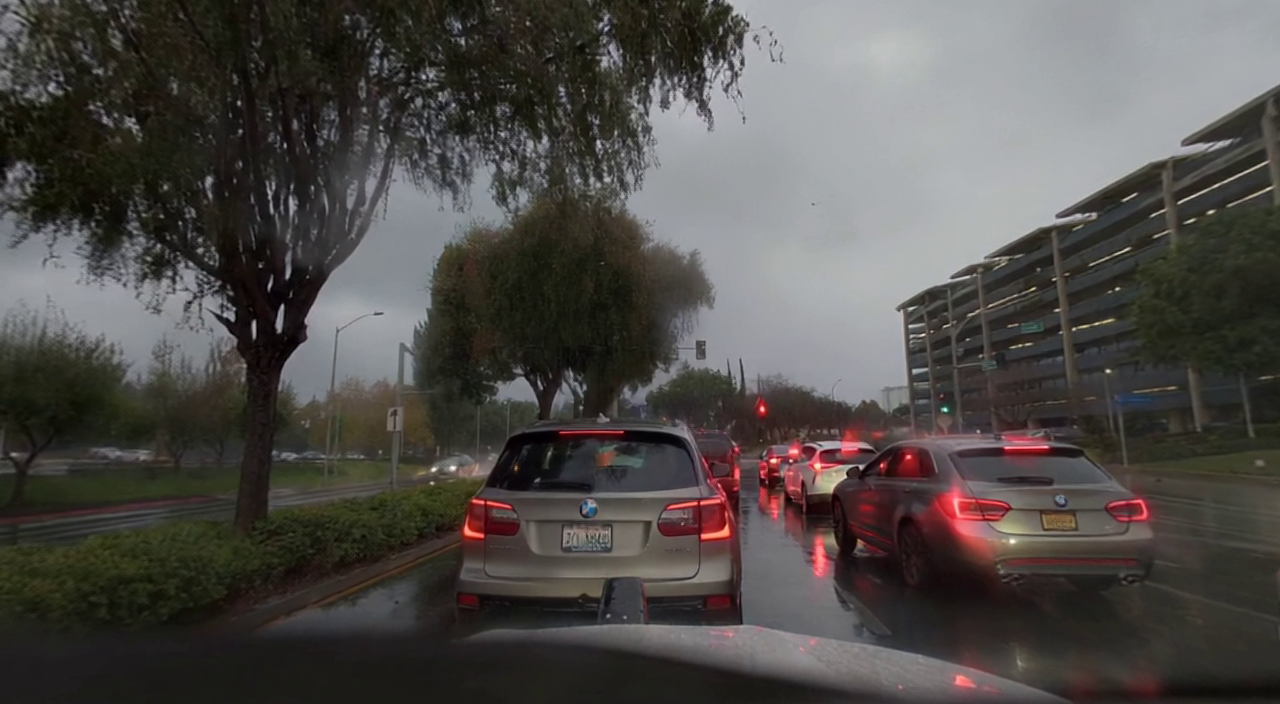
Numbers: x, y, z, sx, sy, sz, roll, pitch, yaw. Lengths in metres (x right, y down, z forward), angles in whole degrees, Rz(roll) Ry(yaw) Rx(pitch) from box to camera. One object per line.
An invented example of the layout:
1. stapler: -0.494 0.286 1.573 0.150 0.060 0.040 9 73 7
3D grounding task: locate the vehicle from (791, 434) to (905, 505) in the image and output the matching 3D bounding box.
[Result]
1. vehicle: 5.319 3.034 16.733 1.994 1.638 4.100 -1 -9 6

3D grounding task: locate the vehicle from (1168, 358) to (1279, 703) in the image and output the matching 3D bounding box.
1. vehicle: 4.057 0.609 1.115 1.993 1.719 4.953 0 -8 1

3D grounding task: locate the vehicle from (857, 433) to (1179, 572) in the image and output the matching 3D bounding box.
1. vehicle: 4.894 1.973 9.171 1.963 1.480 4.553 0 -8 2

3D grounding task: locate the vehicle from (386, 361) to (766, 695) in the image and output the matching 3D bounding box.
1. vehicle: -0.215 1.237 5.565 2.021 1.742 4.295 -1 -8 4
